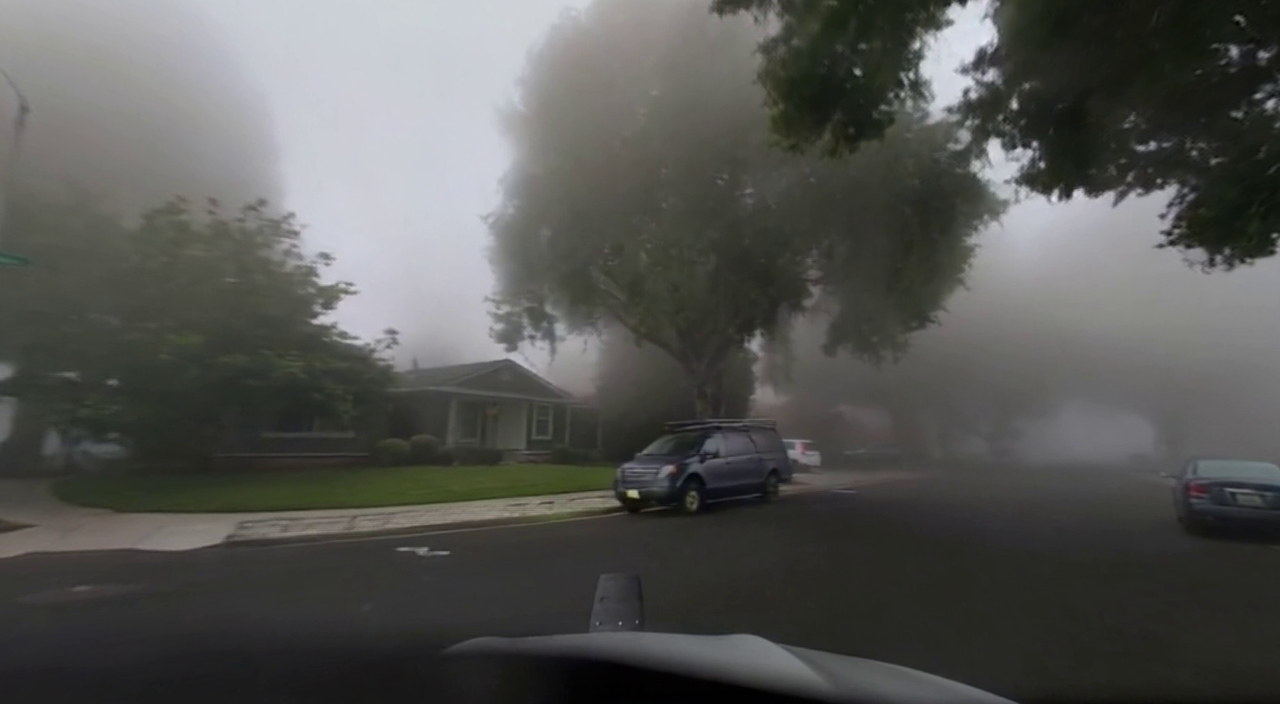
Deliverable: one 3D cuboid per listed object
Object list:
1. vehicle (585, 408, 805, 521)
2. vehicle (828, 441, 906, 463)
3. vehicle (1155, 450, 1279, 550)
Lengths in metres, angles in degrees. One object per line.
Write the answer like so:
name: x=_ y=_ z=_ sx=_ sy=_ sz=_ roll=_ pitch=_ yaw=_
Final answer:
vehicle: x=1.592 y=2.578 z=14.847 sx=2.337 sy=2.084 sz=6.088 roll=-7 pitch=-11 yaw=35
vehicle: x=16.818 y=7.393 z=46.792 sx=4.977 sy=1.558 sz=2.079 roll=-6 pitch=-11 yaw=37
vehicle: x=10.669 y=2.481 z=11.216 sx=1.959 sy=1.431 sz=4.647 roll=-6 pitch=-11 yaw=36
